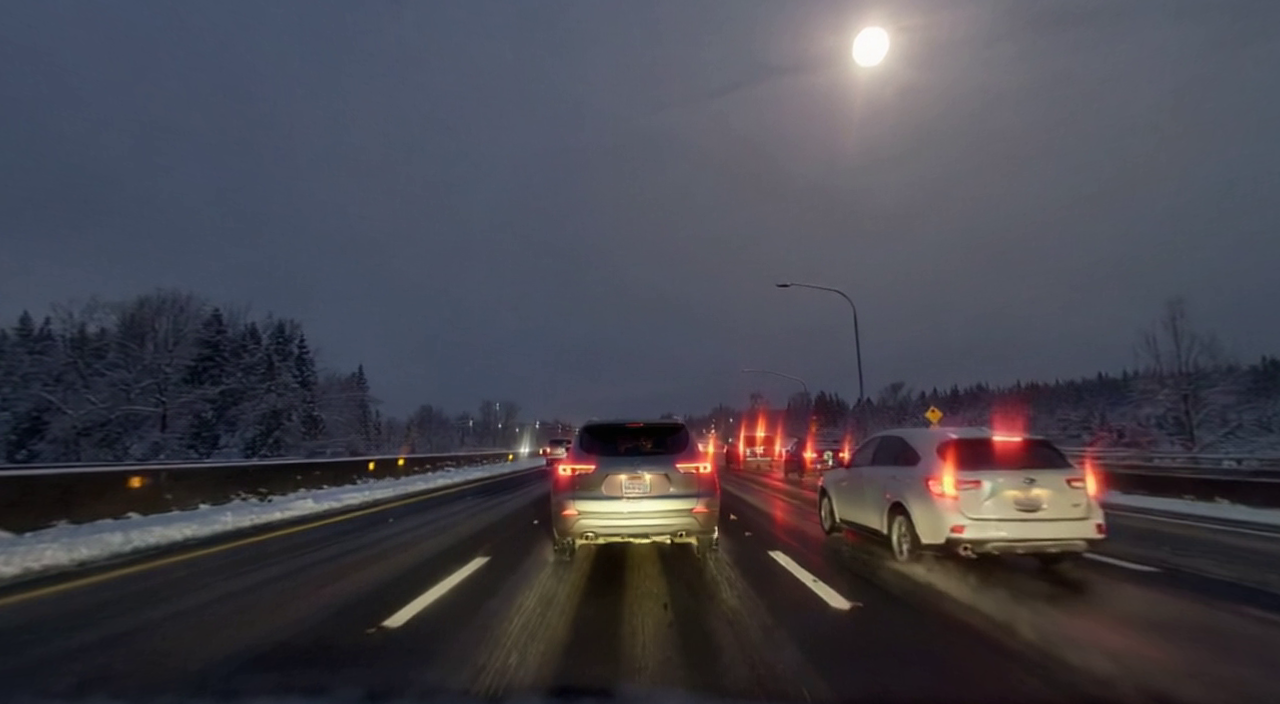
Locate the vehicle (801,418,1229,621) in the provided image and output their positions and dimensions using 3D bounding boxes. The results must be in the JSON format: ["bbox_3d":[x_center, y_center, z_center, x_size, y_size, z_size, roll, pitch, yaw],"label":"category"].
[{"bbox_3d":[3.472,1.642,7.219,2.028,1.534,4.691,0,-9,0],"label":"vehicle"}]

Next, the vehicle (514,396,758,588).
[{"bbox_3d":[-0.125,1.590,7.843,2.230,1.740,3.976,0,-9,-3],"label":"vehicle"}]
